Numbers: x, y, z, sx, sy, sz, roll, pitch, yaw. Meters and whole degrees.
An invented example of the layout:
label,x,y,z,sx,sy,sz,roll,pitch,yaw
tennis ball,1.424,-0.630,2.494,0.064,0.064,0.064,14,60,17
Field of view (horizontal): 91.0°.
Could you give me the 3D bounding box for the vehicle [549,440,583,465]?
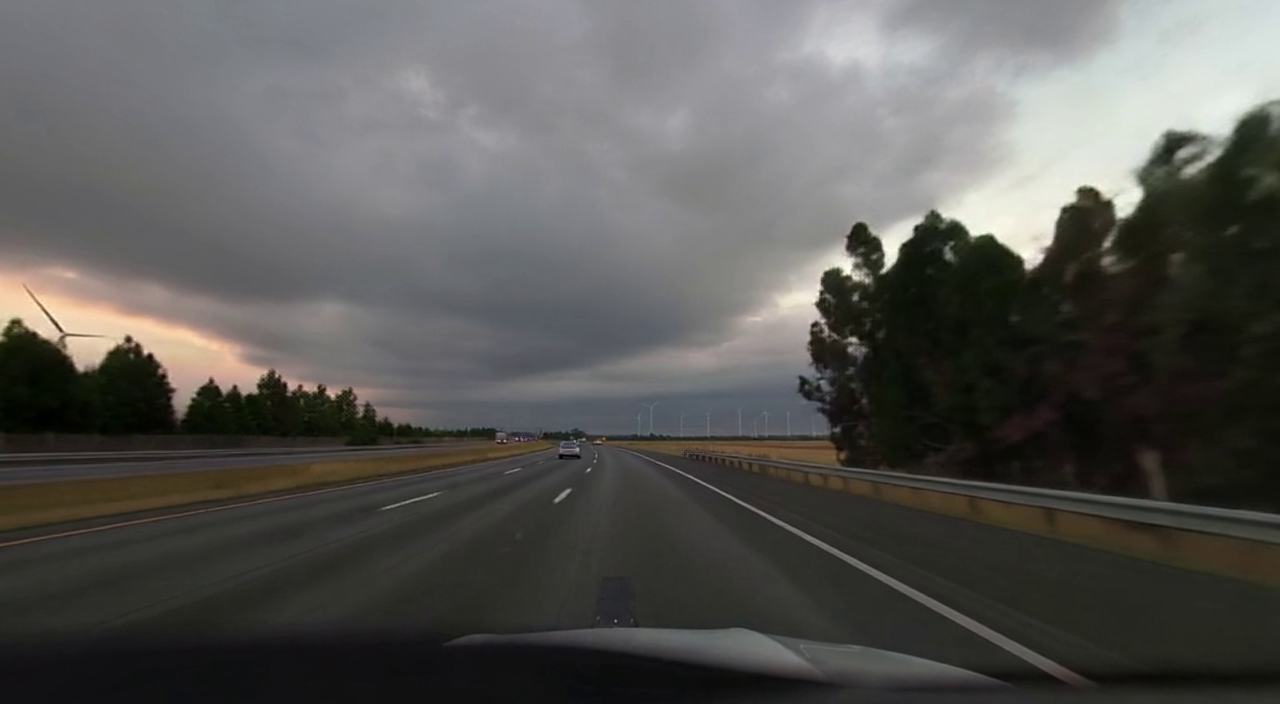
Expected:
label,x,y,z,sx,sy,sz,roll,pitch,yaw
vehicle,-4.803,6.585,41.442,2.053,1.549,4.097,0,-8,-4
